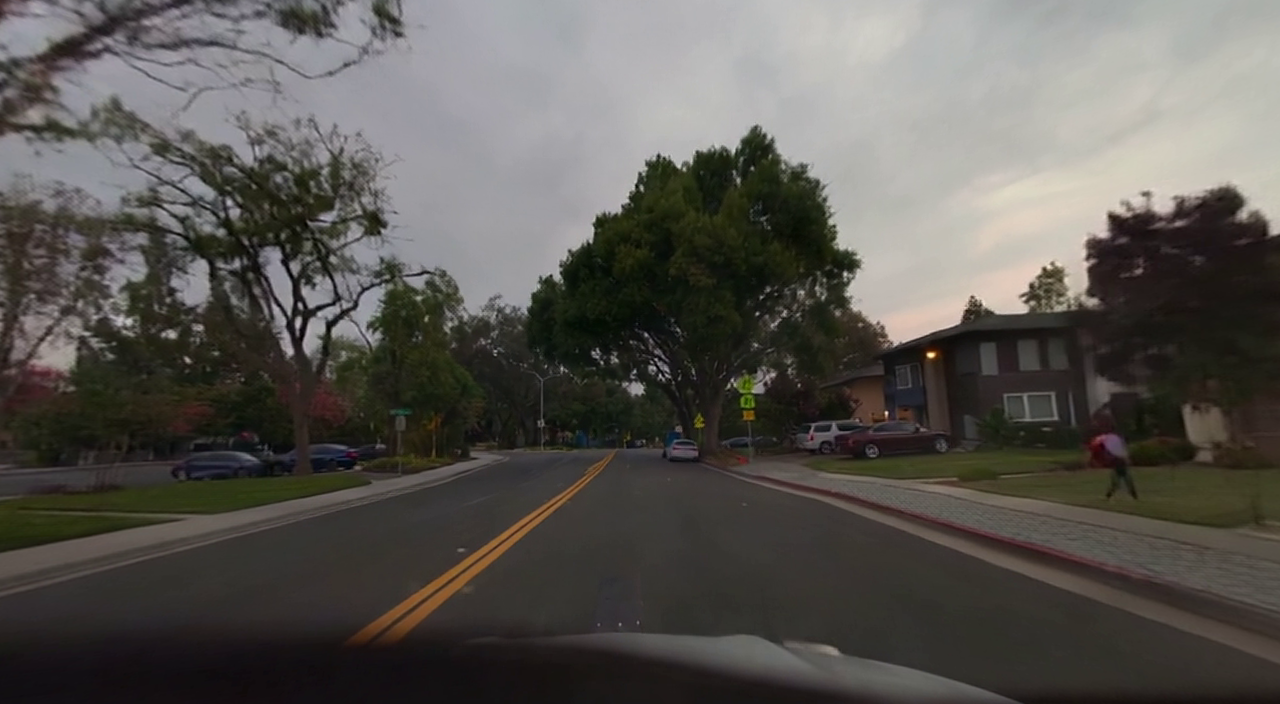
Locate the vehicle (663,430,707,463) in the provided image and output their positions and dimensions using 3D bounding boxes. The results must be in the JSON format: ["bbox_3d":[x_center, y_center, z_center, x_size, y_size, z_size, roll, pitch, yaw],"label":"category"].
[{"bbox_3d":[2.782,6.006,40.207,2.221,1.892,5.555,0,-8,-2],"label":"vehicle"}]

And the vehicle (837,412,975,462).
[{"bbox_3d":[10.968,3.560,26.284,4.750,1.658,1.902,-4,-10,0],"label":"vehicle"}]

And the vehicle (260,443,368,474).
[{"bbox_3d":[-19.872,6.444,38.728,2.059,1.746,5.388,-8,-11,42],"label":"vehicle"}]

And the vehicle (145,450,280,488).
[{"bbox_3d":[-19.156,5.208,28.463,4.691,1.483,1.955,8,-12,-44],"label":"vehicle"}]
